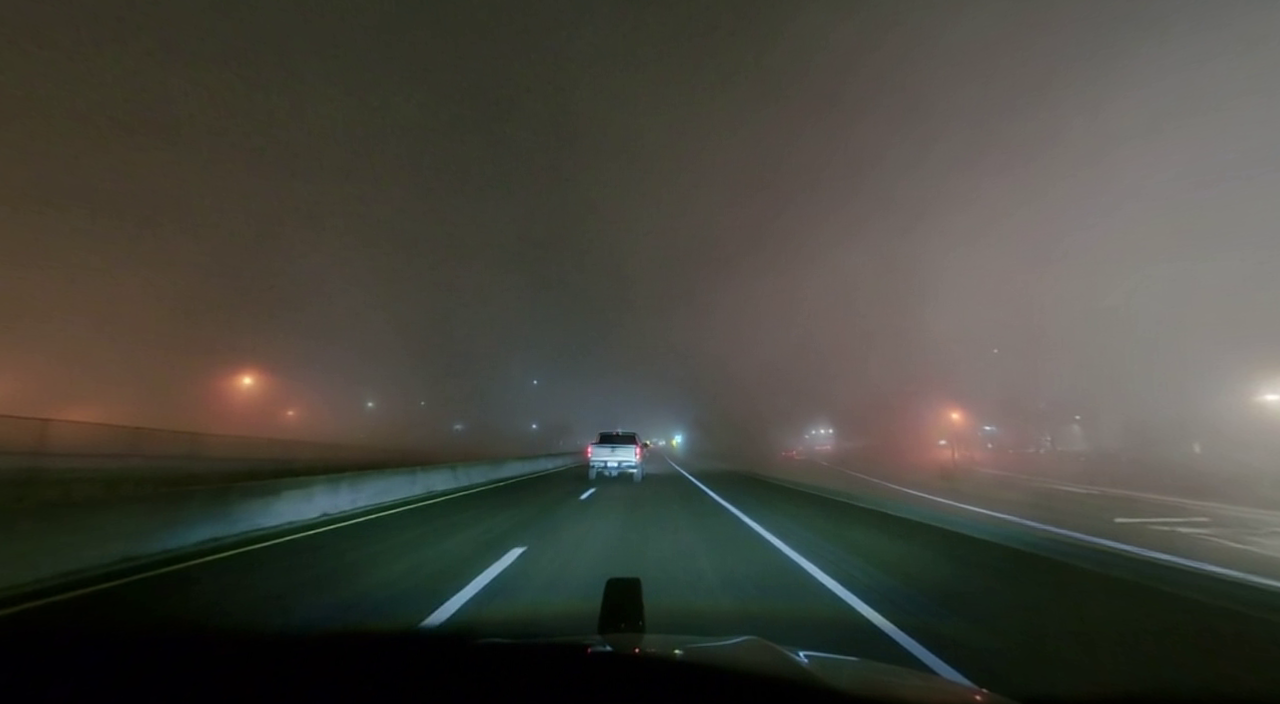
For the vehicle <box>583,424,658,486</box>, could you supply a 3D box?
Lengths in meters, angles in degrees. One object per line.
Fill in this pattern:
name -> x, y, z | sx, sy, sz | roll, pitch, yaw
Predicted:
vehicle -> -0.555, 3.710, 23.009 | 2.350, 1.932, 5.562 | -1, -8, 2
